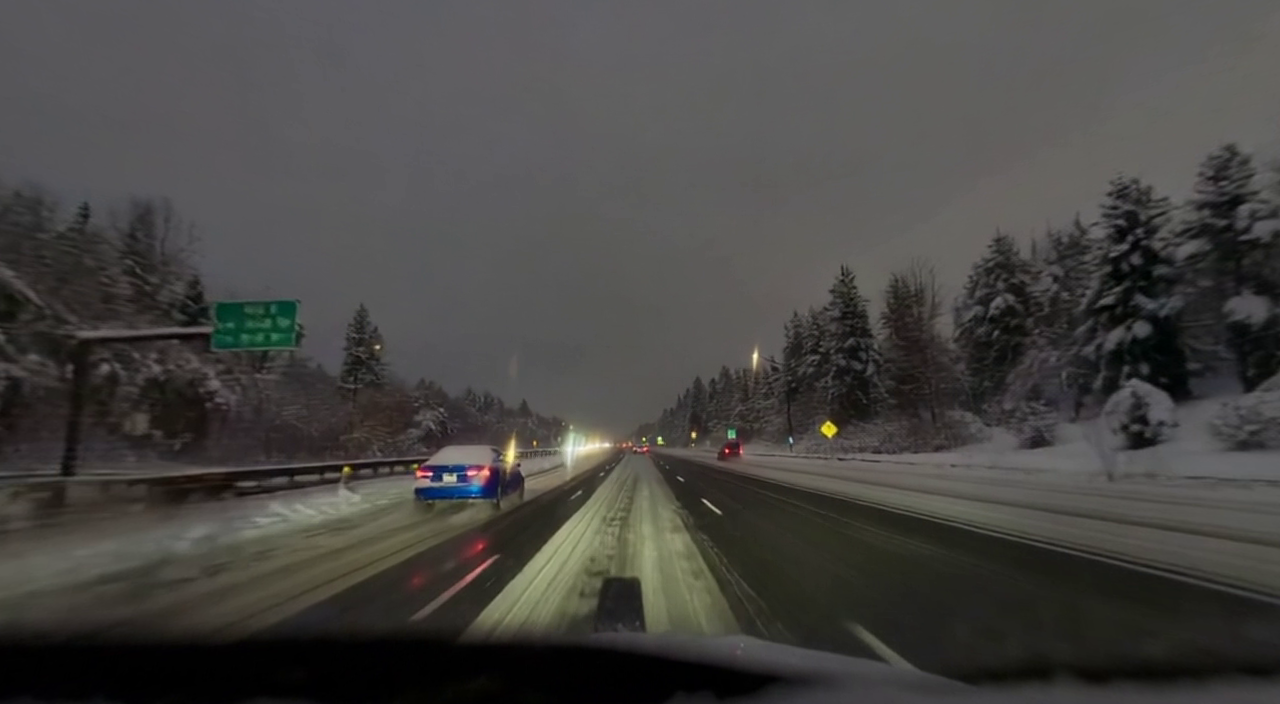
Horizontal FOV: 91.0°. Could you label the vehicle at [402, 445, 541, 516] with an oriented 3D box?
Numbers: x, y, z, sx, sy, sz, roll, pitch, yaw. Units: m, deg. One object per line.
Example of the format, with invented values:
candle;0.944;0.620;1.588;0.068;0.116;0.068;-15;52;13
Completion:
vehicle;-3.960;3.104;15.782;2.162;1.493;4.583;0;-9;1
